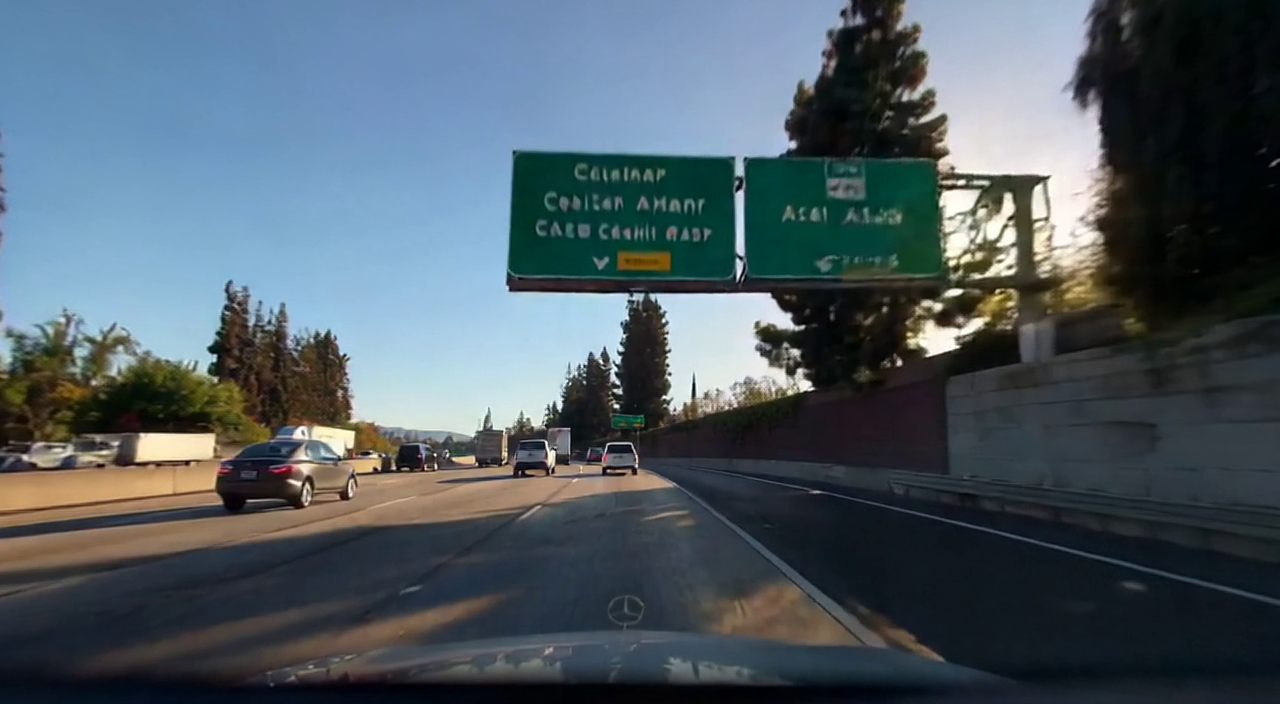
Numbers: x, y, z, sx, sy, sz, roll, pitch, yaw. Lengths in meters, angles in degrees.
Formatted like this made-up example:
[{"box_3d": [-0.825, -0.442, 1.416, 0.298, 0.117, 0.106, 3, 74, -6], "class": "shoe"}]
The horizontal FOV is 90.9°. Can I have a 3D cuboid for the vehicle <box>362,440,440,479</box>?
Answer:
[{"box_3d": [-11.933, 5.381, 31.905, 2.079, 1.807, 5.187, 0, -8, -2], "class": "vehicle"}]

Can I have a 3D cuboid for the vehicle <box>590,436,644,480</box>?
[{"box_3d": [-0.983, 4.409, 26.515, 2.092, 1.671, 3.772, 0, -8, -2], "class": "vehicle"}]

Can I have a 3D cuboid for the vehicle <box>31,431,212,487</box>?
[{"box_3d": [-16.089, 3.339, 19.964, 1.973, 1.553, 4.504, 0, -8, -2], "class": "vehicle"}]

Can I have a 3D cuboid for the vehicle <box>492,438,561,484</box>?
[{"box_3d": [-4.338, 4.209, 24.753, 2.005, 1.631, 4.295, 0, -8, -1], "class": "vehicle"}]

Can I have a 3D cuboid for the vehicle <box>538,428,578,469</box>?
[{"box_3d": [-5.624, 6.715, 44.134, 2.279, 2.672, 5.256, 0, -8, -2], "class": "vehicle"}]

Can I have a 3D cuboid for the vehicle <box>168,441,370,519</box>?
[{"box_3d": [-7.975, 2.753, 14.183, 1.896, 1.465, 4.399, 0, -8, -1], "class": "vehicle"}]
